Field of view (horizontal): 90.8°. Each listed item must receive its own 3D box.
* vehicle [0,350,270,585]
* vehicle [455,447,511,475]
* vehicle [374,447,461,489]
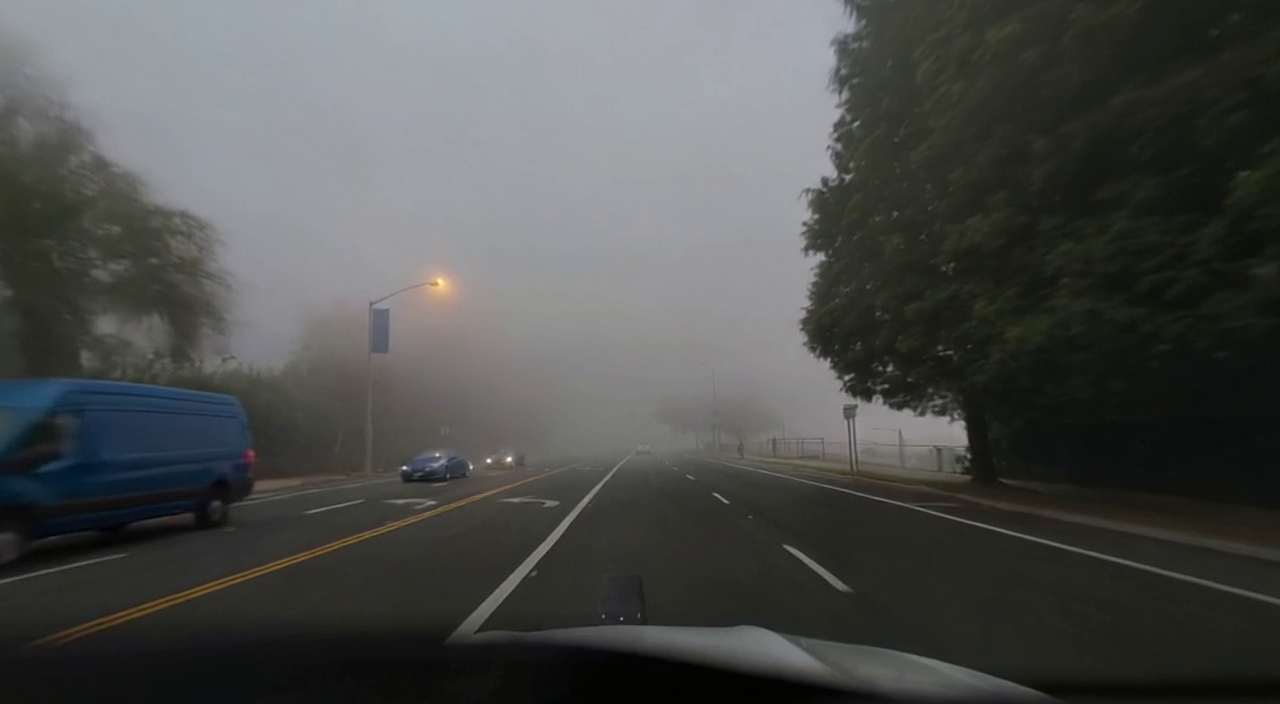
[{"bbox_3d":[-8.838,1.648,9.379,2.617,2.736,6.621,-1,-8,0],"label":"vehicle"},{"bbox_3d":[-8.874,6.150,36.014,1.940,1.452,4.441,-1,-8,2],"label":"vehicle"},{"bbox_3d":[-8.881,4.633,25.636,1.959,1.469,4.369,0,-8,0],"label":"vehicle"}]
